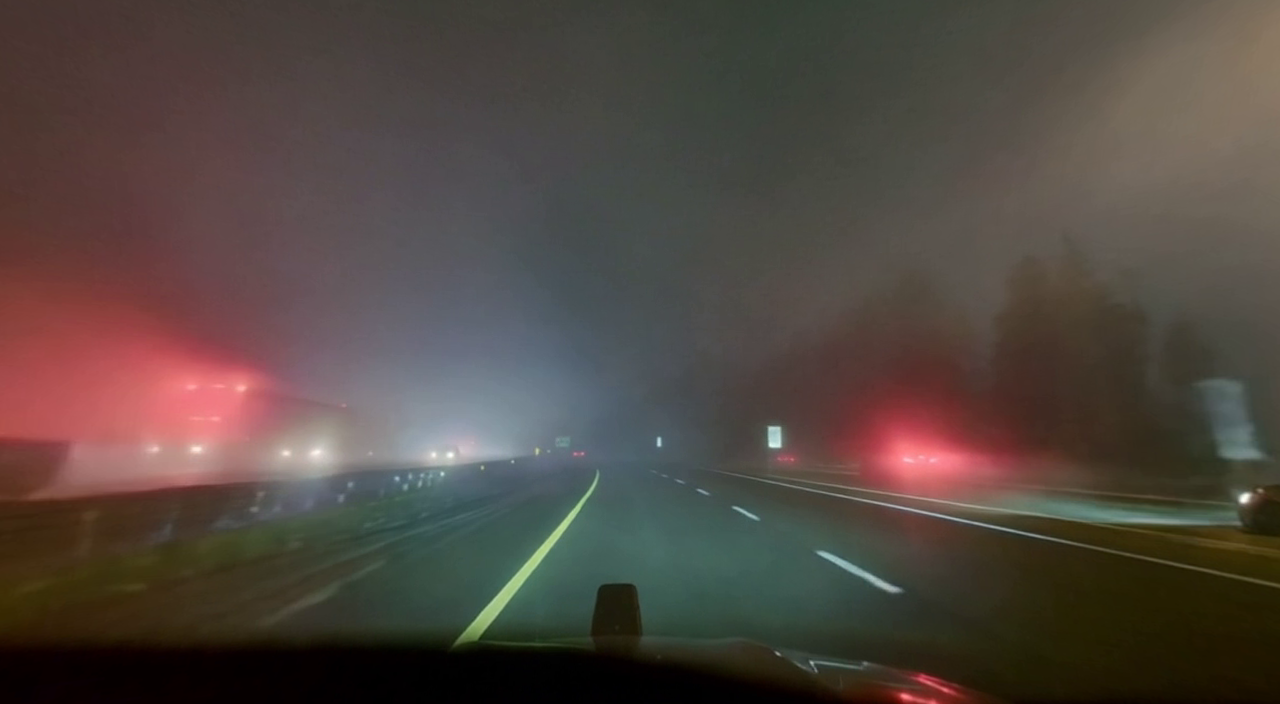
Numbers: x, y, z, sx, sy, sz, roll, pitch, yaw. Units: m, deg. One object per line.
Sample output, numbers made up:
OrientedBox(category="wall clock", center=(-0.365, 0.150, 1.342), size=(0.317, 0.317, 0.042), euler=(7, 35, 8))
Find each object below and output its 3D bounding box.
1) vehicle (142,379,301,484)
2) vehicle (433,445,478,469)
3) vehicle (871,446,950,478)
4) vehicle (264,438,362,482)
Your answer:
OrientedBox(category="vehicle", center=(-18.538, 3.683, 28.417), size=(3.030, 4.192, 6.164), euler=(1, -9, -4))
OrientedBox(category="vehicle", center=(-12.757, 7.273, 43.566), size=(1.881, 1.515, 4.661), euler=(0, -9, -3))
OrientedBox(category="vehicle", center=(16.171, 6.579, 37.763), size=(2.020, 1.738, 4.549), euler=(1, -9, -11))
OrientedBox(category="vehicle", center=(-13.079, 4.341, 25.349), size=(1.865, 1.583, 4.097), euler=(0, -9, -3))
